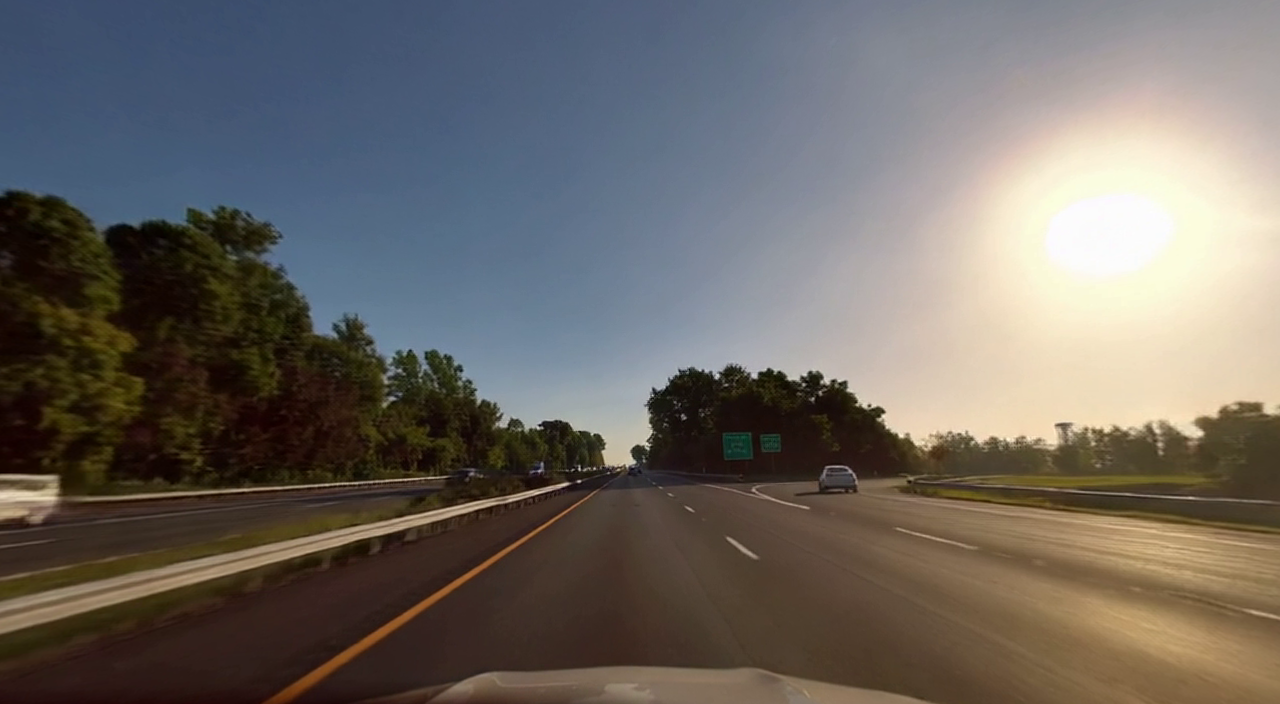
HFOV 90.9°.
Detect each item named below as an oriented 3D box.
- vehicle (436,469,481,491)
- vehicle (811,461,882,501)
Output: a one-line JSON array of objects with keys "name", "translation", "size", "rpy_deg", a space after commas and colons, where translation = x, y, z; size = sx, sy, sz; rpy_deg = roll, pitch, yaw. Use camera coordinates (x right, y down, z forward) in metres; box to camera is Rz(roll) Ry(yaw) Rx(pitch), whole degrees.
[{"name": "vehicle", "translation": [-13.198, 9.340, 46.182], "size": [1.956, 1.478, 4.565], "rpy_deg": [1, -10, 0]}, {"name": "vehicle", "translation": [9.066, 5.707, 28.089], "size": [1.951, 1.566, 4.616], "rpy_deg": [0, -10, 5]}]
